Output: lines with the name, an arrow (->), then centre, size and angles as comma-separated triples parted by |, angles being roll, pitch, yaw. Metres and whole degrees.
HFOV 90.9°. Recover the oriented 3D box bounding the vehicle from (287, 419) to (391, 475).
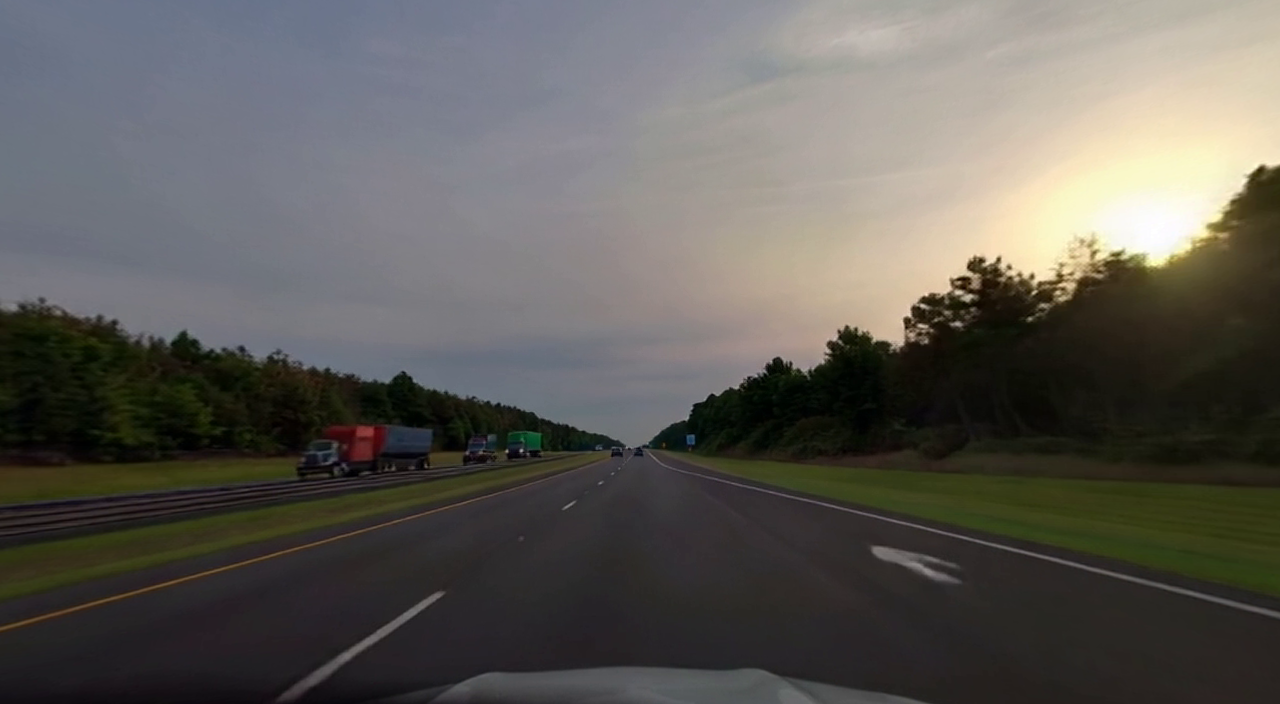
vehicle -> -22.889, 7.391, 48.805 | 3.015, 3.832, 9.988 | 0, -9, 1
